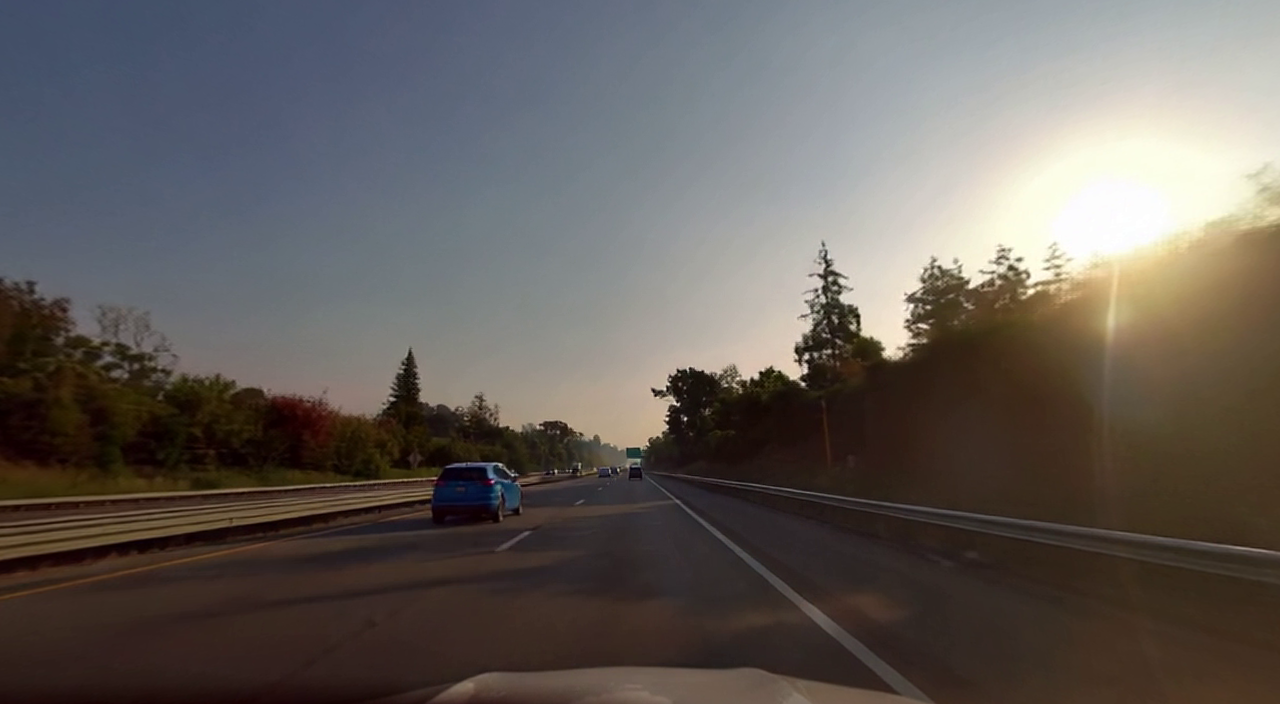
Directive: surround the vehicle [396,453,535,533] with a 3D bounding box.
[{"bbox_3d":[-3.817,3.192,14.624,2.017,1.516,4.041,1,-11,1],"label":"vehicle"}]
